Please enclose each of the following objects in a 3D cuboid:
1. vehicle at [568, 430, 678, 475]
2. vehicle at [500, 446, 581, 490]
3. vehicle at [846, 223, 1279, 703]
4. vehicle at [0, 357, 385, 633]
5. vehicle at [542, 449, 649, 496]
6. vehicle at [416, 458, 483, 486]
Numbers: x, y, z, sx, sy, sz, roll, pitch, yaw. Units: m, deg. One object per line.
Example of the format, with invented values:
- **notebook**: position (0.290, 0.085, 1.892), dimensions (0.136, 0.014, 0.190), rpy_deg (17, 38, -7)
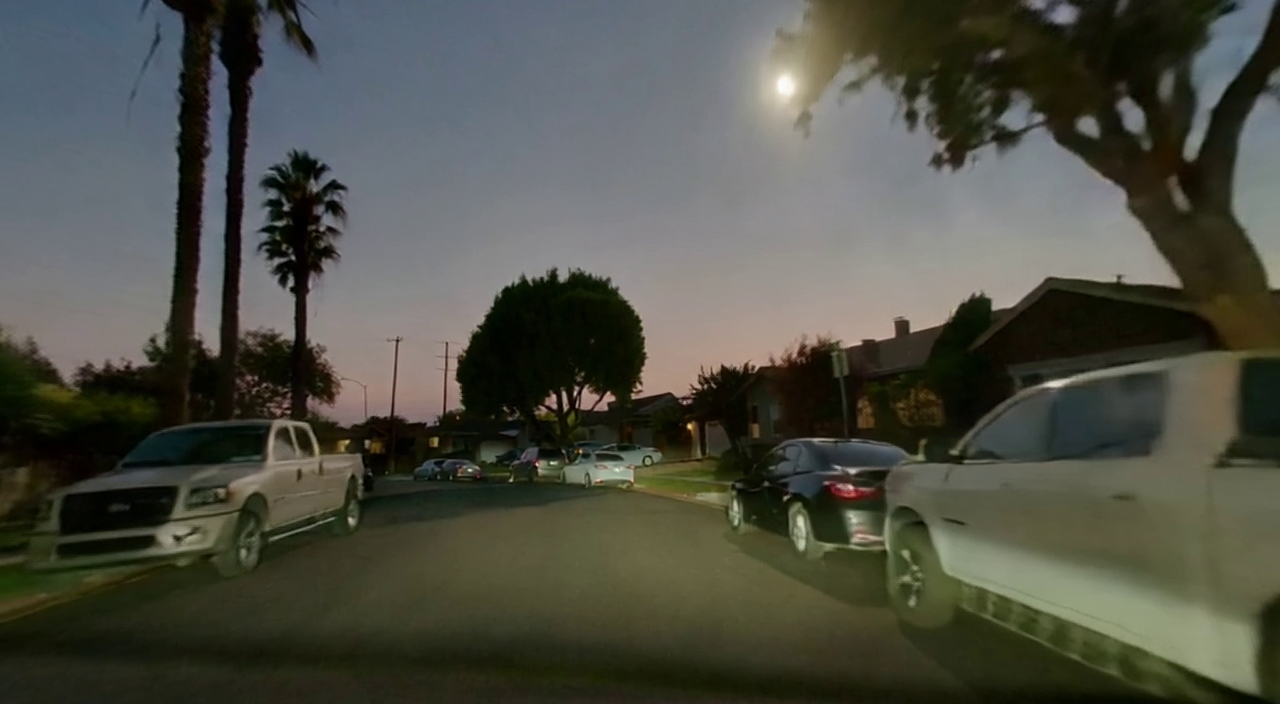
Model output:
- **vehicle**: position (-0.881, 5.440, 34.277), dimensions (5.510, 2.121, 2.129), rpy_deg (-1, -9, 18)
- **vehicle**: position (-4.516, 5.075, 27.939), dimensions (1.918, 1.753, 4.655), rpy_deg (5, -10, -31)
- **vehicle**: position (2.925, 0.762, 2.804), dimensions (2.139, 1.997, 4.864), rpy_deg (0, -8, -3)
- **vehicle**: position (-5.614, 1.782, 8.895), dimensions (2.337, 2.289, 6.092), rpy_deg (-6, -8, -11)
- **vehicle**: position (-1.784, 4.336, 23.188), dimensions (2.108, 1.503, 4.977), rpy_deg (4, -9, -27)
- **vehicle**: position (-11.783, 7.331, 38.675), dimensions (2.006, 1.484, 4.768), rpy_deg (8, -11, -42)
